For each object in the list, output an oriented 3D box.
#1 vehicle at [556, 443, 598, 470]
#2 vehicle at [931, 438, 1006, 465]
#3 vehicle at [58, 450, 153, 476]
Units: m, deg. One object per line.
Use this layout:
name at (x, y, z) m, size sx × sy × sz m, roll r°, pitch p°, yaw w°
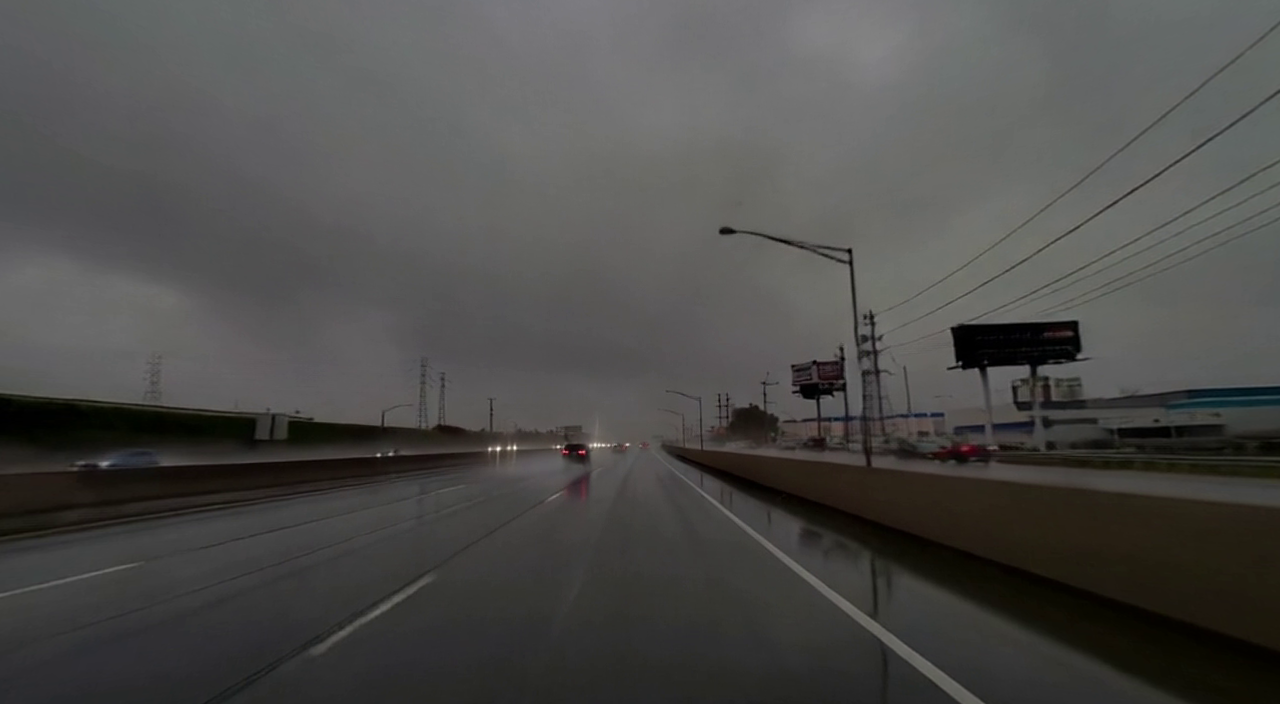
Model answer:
vehicle at (-3.638, 6.123, 37.305) m, size 1.940 × 1.479 × 4.545 m, roll 0°, pitch -9°, yaw 1°
vehicle at (19.181, 5.825, 37.125) m, size 1.806 × 1.466 × 4.711 m, roll 0°, pitch -9°, yaw -1°
vehicle at (-32.520, 6.720, 38.654) m, size 1.779 × 1.458 × 4.558 m, roll 0°, pitch -9°, yaw 1°
